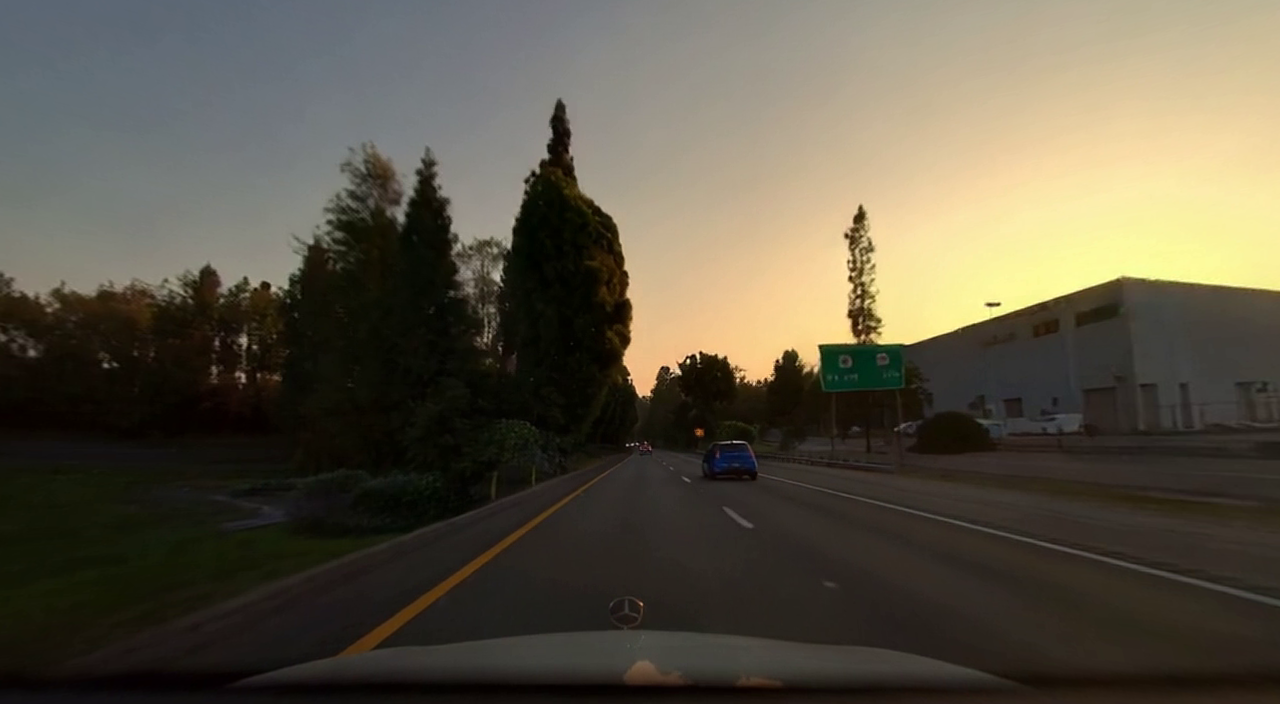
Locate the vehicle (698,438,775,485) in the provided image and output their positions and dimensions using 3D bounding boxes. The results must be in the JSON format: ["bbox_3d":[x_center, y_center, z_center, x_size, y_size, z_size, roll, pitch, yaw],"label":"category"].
[{"bbox_3d":[3.431,3.971,23.060,2.079,1.531,3.997,0,-8,-1],"label":"vehicle"}]
